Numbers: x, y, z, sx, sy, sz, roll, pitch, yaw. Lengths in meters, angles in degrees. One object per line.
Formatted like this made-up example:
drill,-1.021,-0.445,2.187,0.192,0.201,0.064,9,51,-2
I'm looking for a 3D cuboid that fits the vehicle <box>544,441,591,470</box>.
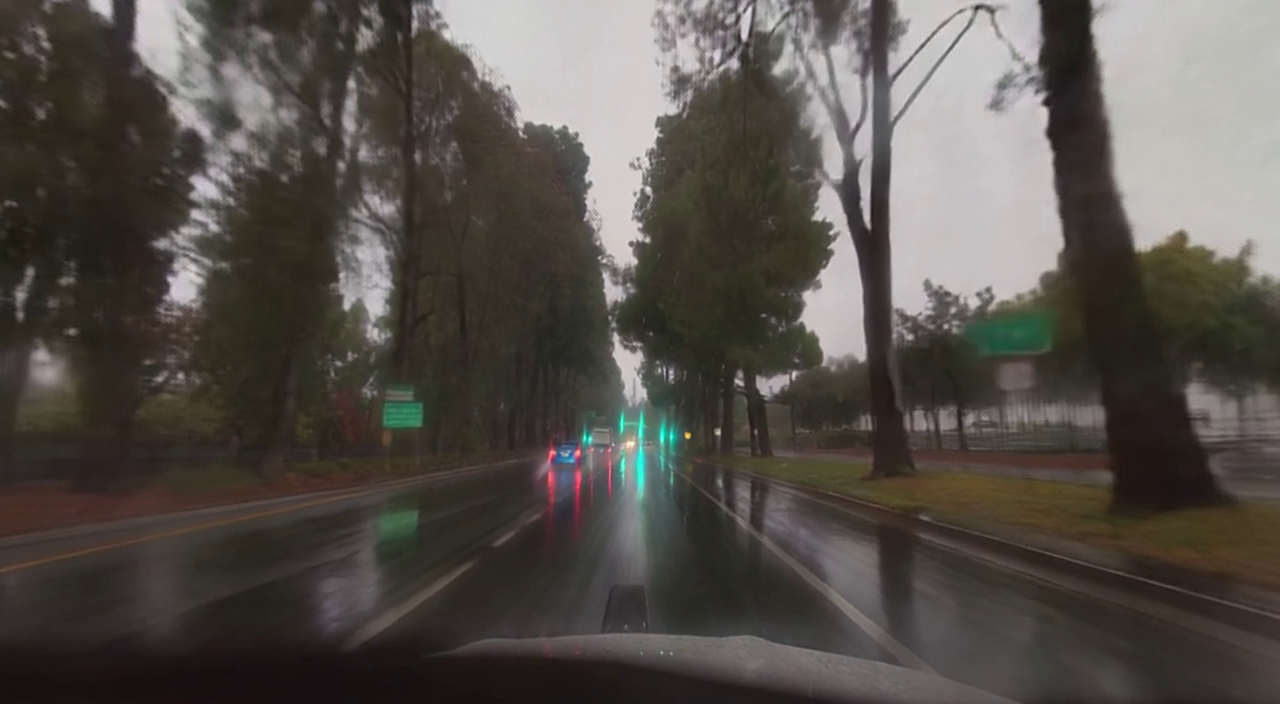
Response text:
vehicle,-3.948,5.703,34.966,2.005,1.462,4.345,0,-8,1
